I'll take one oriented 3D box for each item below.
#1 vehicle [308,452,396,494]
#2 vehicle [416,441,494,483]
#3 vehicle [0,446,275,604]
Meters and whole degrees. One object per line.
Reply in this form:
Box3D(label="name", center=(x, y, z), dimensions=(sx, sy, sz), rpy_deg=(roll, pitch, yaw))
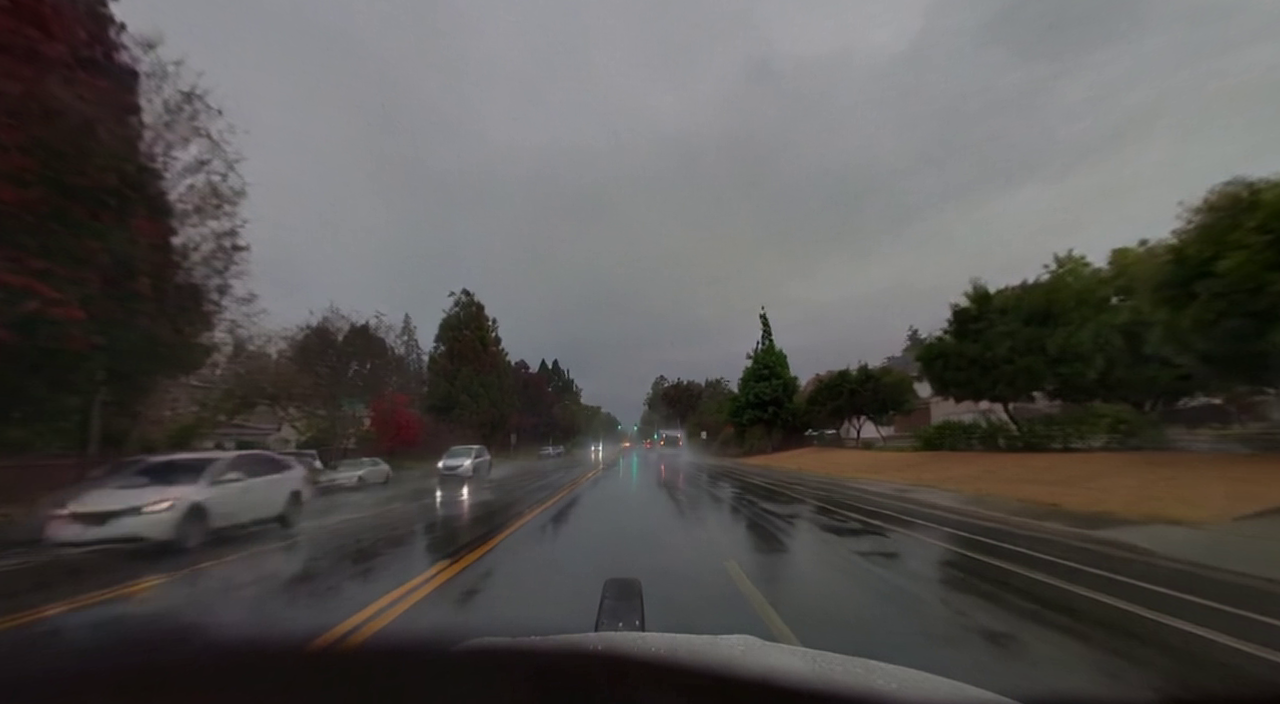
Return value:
Box3D(label="vehicle", center=(-12.424, 5.224, 27.592), dimensions=(1.969, 1.613, 4.129), rpy_deg=(-2, -9, -1))
Box3D(label="vehicle", center=(-8.175, 4.900, 28.431), dimensions=(2.053, 1.713, 4.618), rpy_deg=(0, -9, 0))
Box3D(label="vehicle", center=(-7.172, 2.006, 8.315), dimensions=(2.004, 1.508, 4.525), rpy_deg=(0, -9, 0))
